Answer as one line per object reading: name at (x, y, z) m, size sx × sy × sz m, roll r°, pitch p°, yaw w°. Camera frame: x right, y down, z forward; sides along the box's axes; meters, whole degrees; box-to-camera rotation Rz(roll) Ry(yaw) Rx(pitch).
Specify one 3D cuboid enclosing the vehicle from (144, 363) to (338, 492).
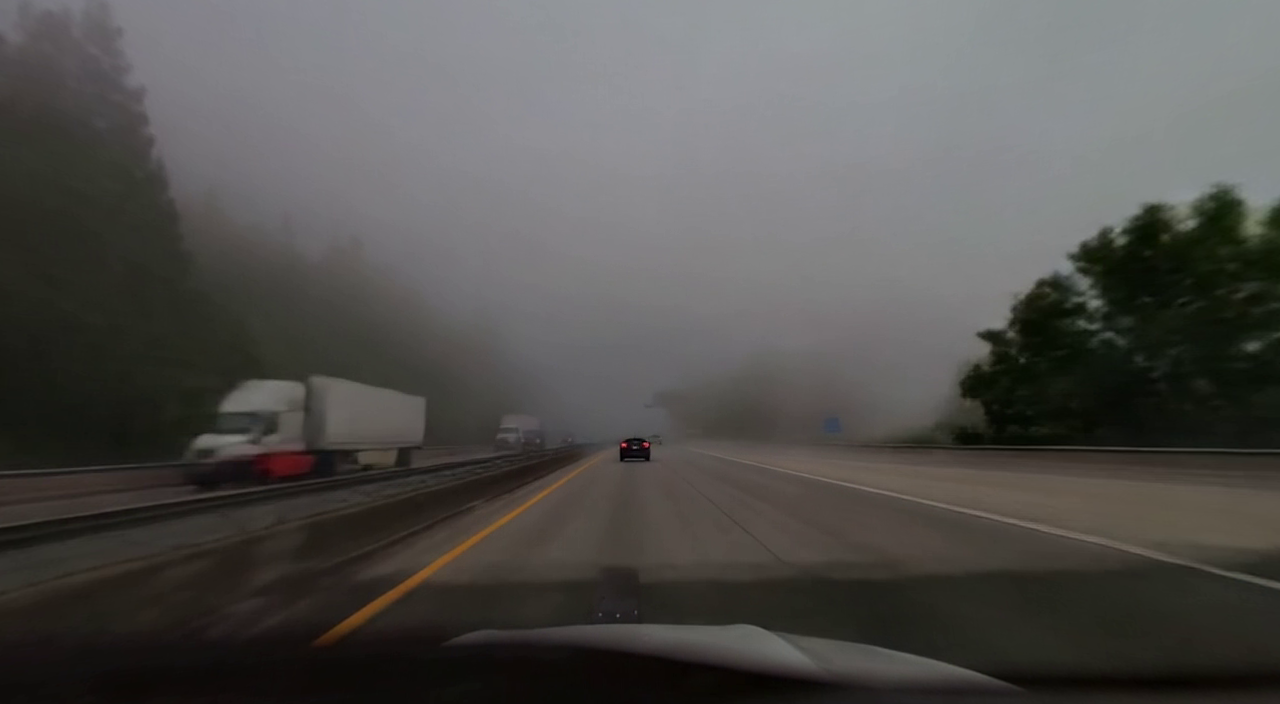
vehicle at (-13.820, 2.729, 22.525) m, size 3.024 × 3.983 × 5.858 m, roll 0°, pitch -8°, yaw -1°

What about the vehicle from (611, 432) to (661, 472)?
vehicle at (-0.201, 4.048, 25.702) m, size 1.897 × 1.479 × 3.724 m, roll 0°, pitch -8°, yaw -2°
